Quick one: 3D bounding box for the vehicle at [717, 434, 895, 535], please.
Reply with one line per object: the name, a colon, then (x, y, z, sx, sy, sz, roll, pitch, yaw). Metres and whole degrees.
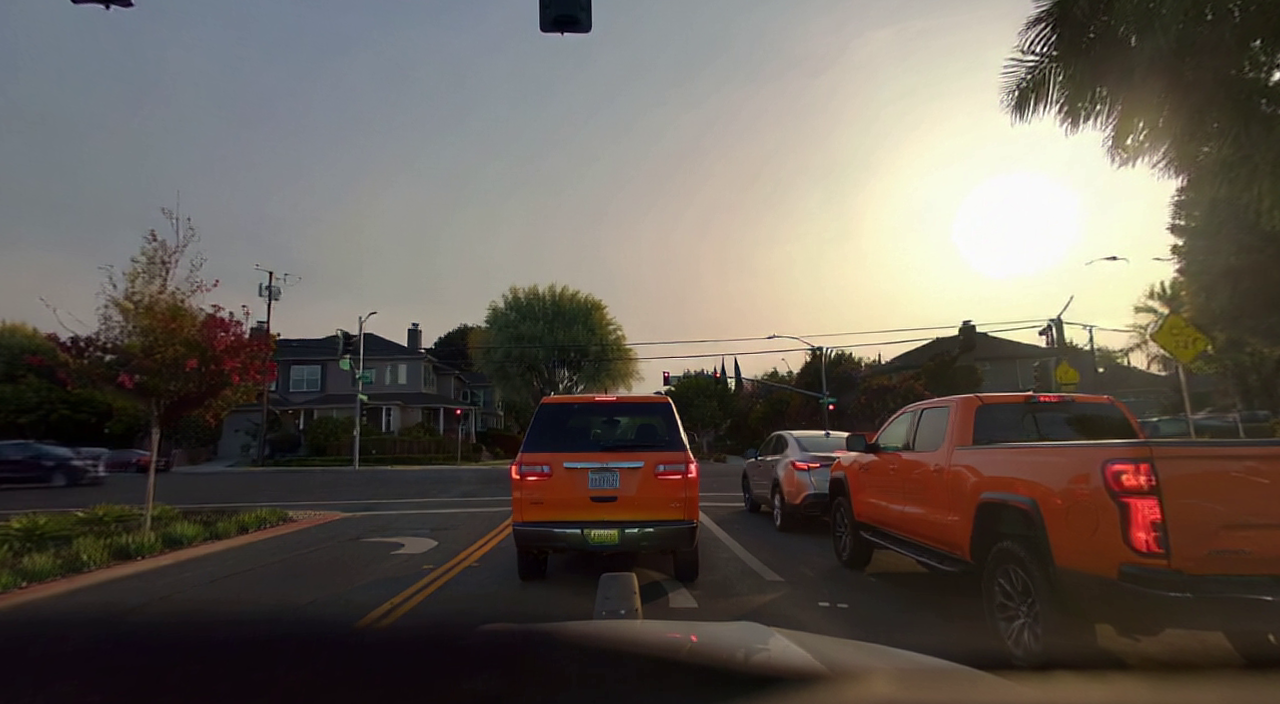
vehicle: (2.711, 2.266, 11.531, 1.952, 1.465, 4.421, 0, -8, -2)

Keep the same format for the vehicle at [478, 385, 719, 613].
vehicle: (-0.218, 1.408, 6.778, 1.915, 1.780, 3.379, -1, -8, 4)

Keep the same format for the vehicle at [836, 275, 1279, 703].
vehicle: (2.975, 0.945, 3.800, 1.886, 1.849, 5.070, 0, -8, -1)

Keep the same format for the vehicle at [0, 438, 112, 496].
vehicle: (-20.261, 3.662, 20.289, 4.635, 1.755, 1.882, 1, -8, -7)
